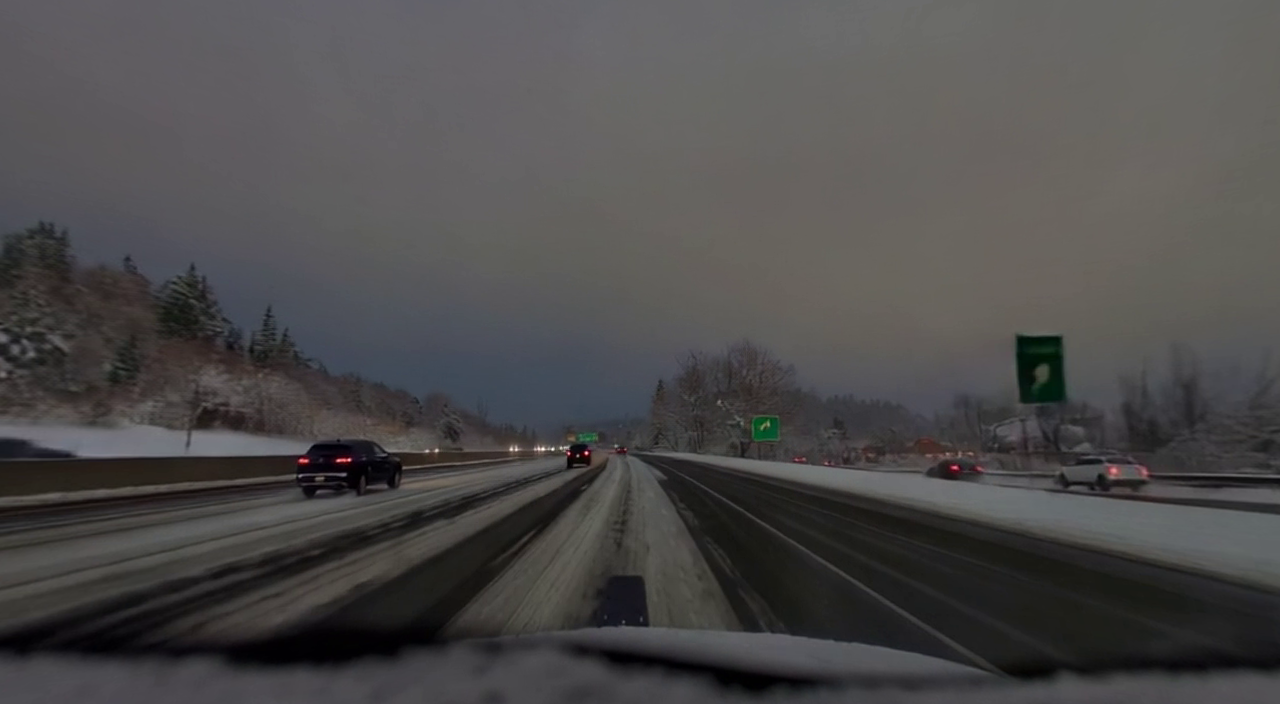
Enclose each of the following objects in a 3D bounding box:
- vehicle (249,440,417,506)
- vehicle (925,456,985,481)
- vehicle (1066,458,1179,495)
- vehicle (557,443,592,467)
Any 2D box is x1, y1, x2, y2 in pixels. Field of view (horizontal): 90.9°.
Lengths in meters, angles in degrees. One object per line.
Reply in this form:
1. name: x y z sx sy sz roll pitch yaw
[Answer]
1. vehicle: -7.741 3.076 16.545 2.038 1.463 4.656 0 -8 0
2. vehicle: 20.238 7.479 40.724 2.005 1.478 4.056 -1 -9 5
3. vehicle: 21.940 5.627 28.933 1.950 1.462 4.391 -1 -8 5
4. vehicle: -4.185 6.688 41.050 1.936 1.465 4.060 0 -8 -1
